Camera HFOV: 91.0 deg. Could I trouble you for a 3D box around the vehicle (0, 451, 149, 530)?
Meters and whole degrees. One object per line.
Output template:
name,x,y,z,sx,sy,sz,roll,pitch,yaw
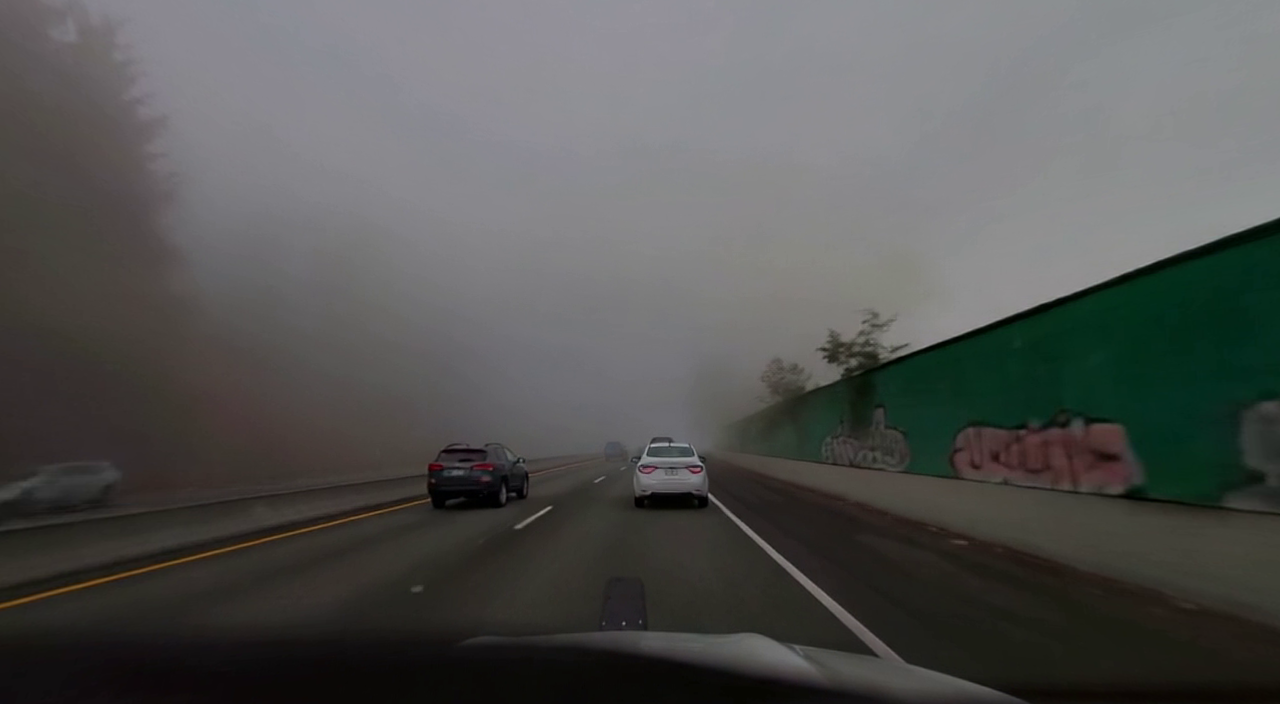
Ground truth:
vehicle,-14.872,3.235,15.092,2.168,1.641,4.958,0,-8,0

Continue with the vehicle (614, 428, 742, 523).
vehicle,0.649,2.303,12.288,2.077,1.533,3.854,0,-8,1

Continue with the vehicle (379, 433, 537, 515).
vehicle,-3.687,2.545,13.676,2.059,1.471,4.152,0,-8,2
